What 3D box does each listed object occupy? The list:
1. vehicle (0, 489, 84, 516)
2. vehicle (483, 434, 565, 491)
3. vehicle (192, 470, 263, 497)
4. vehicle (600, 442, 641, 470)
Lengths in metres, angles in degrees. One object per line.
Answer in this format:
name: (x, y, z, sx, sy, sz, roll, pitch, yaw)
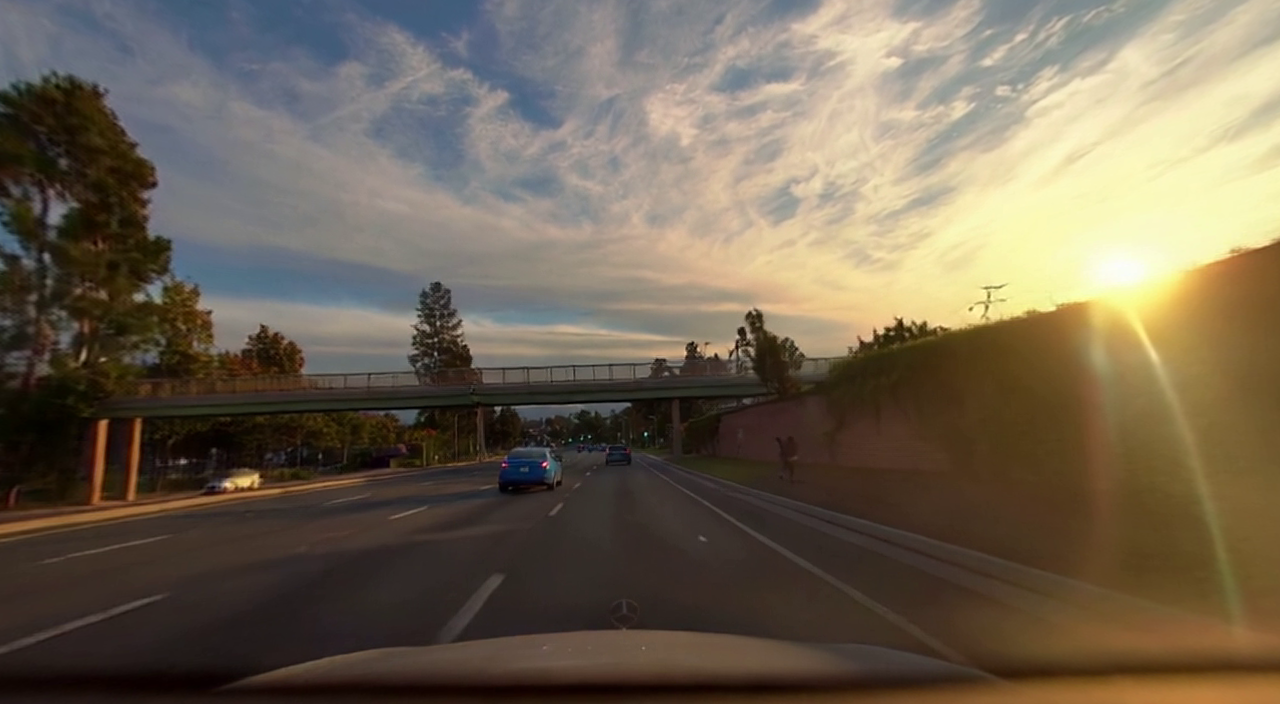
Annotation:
vehicle: (-42.811, 10.615, 44.540, 5.045, 1.667, 2.174, 0, -8, 0)
vehicle: (-3.957, 3.852, 22.406, 2.223, 1.771, 4.581, 0, -9, -3)
vehicle: (-26.554, 8.432, 40.845, 1.803, 1.477, 4.187, 0, -9, -2)
vehicle: (-1.210, 6.010, 36.676, 2.205, 1.509, 4.272, 0, -9, -4)
